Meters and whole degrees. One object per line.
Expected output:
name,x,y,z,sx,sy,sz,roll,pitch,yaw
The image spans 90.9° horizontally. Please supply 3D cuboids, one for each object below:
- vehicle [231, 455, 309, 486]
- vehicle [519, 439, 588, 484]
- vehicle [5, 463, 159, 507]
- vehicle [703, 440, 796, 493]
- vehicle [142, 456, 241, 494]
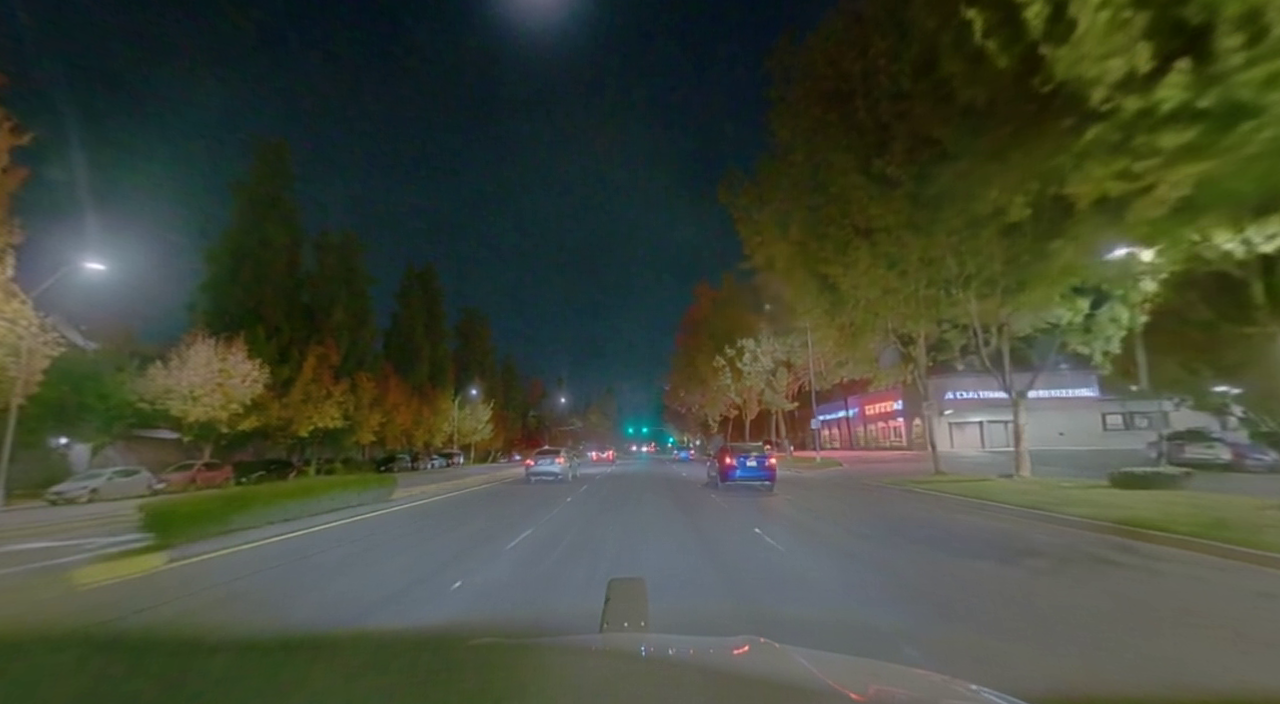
vehicle,-22.476,7.190,38.512,1.922,1.682,4.638,0,-8,0
vehicle,-3.368,4.362,25.402,2.113,1.626,4.129,0,-8,1
vehicle,-22.563,5.358,25.808,2.059,1.463,4.780,0,-8,-2
vehicle,3.325,3.562,20.095,2.083,1.474,4.360,0,-8,-1
vehicle,-22.657,6.204,32.064,1.853,1.693,4.233,0,-8,1
